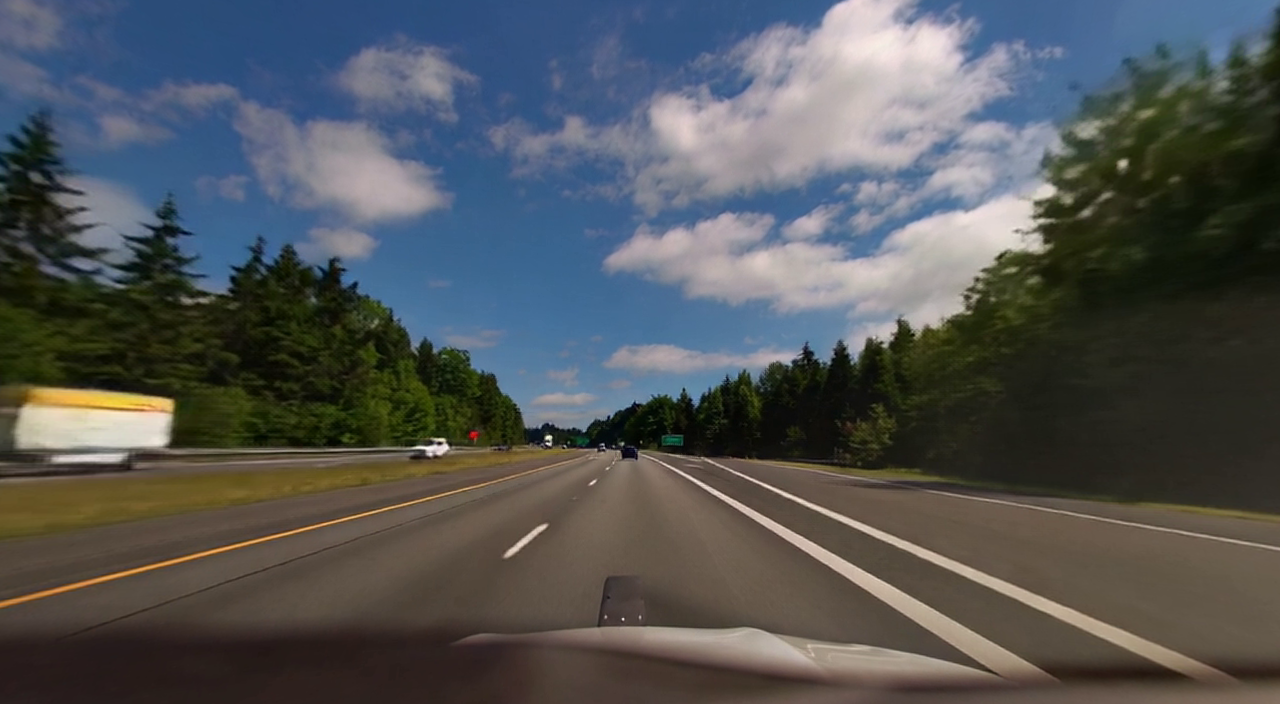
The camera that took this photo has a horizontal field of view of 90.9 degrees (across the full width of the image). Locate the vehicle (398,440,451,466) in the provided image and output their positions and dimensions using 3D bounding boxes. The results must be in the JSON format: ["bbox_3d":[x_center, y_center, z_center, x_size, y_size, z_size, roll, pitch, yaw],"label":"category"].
[{"bbox_3d":[-13.037,6.142,38.406,1.849,1.471,3.999,0,-9,-1],"label":"vehicle"}]

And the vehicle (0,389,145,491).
[{"bbox_3d":[-16.822,2.272,16.195,2.404,2.444,7.112,0,-9,0],"label":"vehicle"}]

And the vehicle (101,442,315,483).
[{"bbox_3d":[-16.916,4.397,25.762,2.583,1.363,8.841,0,-9,0],"label":"vehicle"}]
